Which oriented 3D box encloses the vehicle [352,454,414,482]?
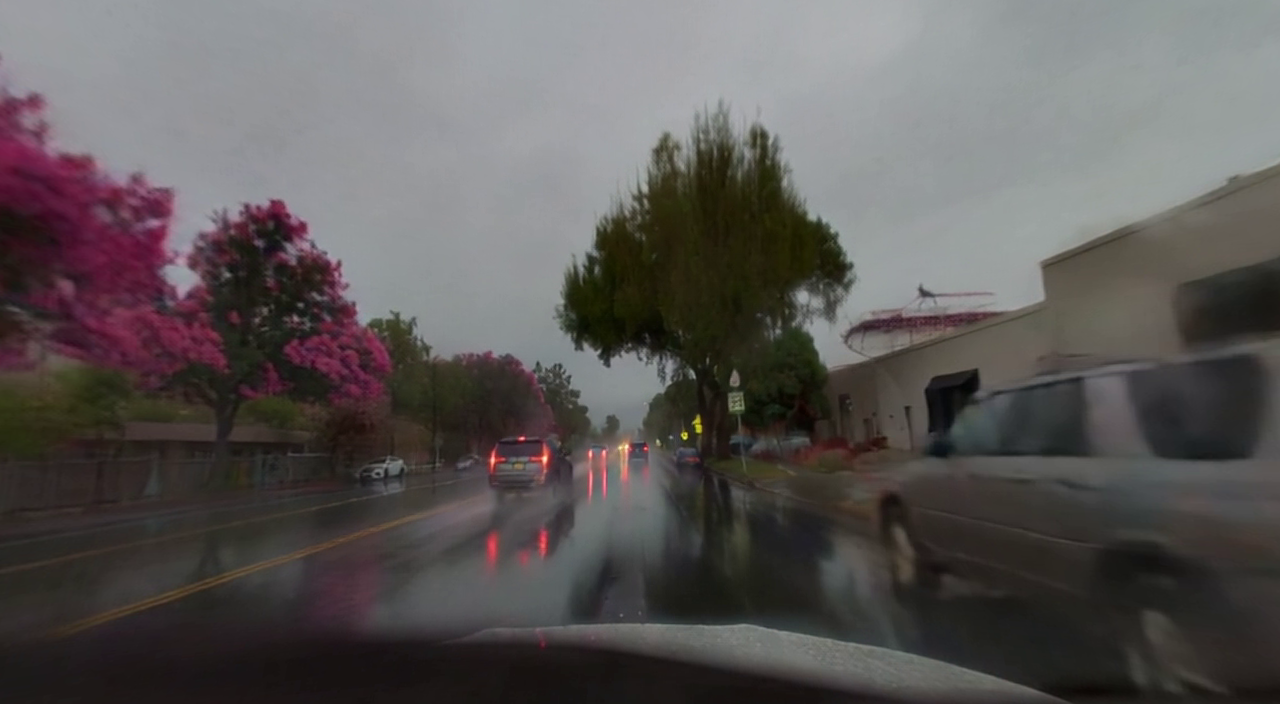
[{"bbox_3d":[-16.346,7.373,40.434,1.870,1.599,5.022,0,-9,0],"label":"vehicle"}]

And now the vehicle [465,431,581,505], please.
[{"bbox_3d":[-3.037,3.169,17.711,2.257,1.751,5.028,0,-9,1],"label":"vehicle"}]

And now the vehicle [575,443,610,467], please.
[{"bbox_3d":[-3.300,7.312,45.009,2.167,1.634,4.220,0,-9,0],"label":"vehicle"}]

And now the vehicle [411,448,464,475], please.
[{"bbox_3d":[-14.139,7.642,44.325,2.123,1.770,4.848,0,-9,0],"label":"vehicle"}]

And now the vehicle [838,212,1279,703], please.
[{"bbox_3d":[3.412,0.868,3.973,2.653,2.058,5.096,0,-9,0],"label":"vehicle"}]

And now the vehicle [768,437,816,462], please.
[{"bbox_3d":[10.152,6.541,42.596,1.777,1.514,4.140,-2,-8,-6],"label":"vehicle"}]

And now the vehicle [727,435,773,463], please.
[{"bbox_3d":[7.339,6.513,42.613,2.112,1.776,4.555,1,-8,-2],"label":"vehicle"}]

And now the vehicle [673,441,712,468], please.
[{"bbox_3d":[3.506,6.929,42.892,2.150,1.655,4.739,0,-9,-1],"label":"vehicle"}]
